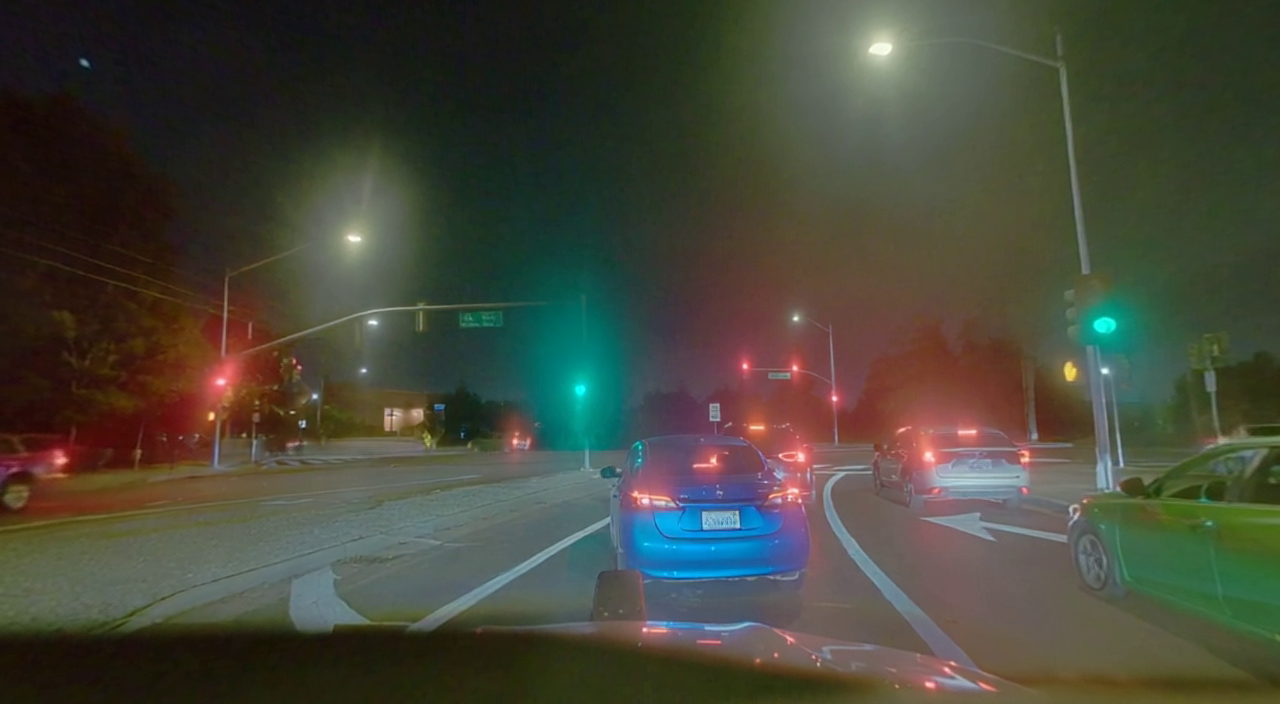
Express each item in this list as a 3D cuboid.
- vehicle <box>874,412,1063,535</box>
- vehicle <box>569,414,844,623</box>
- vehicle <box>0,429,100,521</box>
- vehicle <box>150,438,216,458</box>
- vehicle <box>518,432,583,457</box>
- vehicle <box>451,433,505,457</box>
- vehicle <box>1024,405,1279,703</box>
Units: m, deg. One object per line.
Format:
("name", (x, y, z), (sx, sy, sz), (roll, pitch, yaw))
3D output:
("vehicle", (5.538, 2.060, 11.287), (2.102, 1.717, 4.373), (-2, -9, 16))
("vehicle", (0.856, 1.502, 6.689), (2.052, 1.483, 3.928), (-2, -8, 12))
("vehicle", (-11.204, 1.956, 9.940), (1.976, 1.458, 4.645), (2, -8, -13))
("vehicle", (-35.377, 7.440, 48.645), (1.652, 1.433, 3.733), (-7, -11, 40))
("vehicle", (-5.956, 6.101, 41.532), (1.932, 1.573, 4.509), (8, -12, -44))
("vehicle", (-12.449, 7.118, 48.201), (1.972, 1.705, 4.457), (8, -11, -44))
("vehicle", (4.254, 1.063, 3.380), (1.954, 1.508, 4.441), (-1, -8, 6))
